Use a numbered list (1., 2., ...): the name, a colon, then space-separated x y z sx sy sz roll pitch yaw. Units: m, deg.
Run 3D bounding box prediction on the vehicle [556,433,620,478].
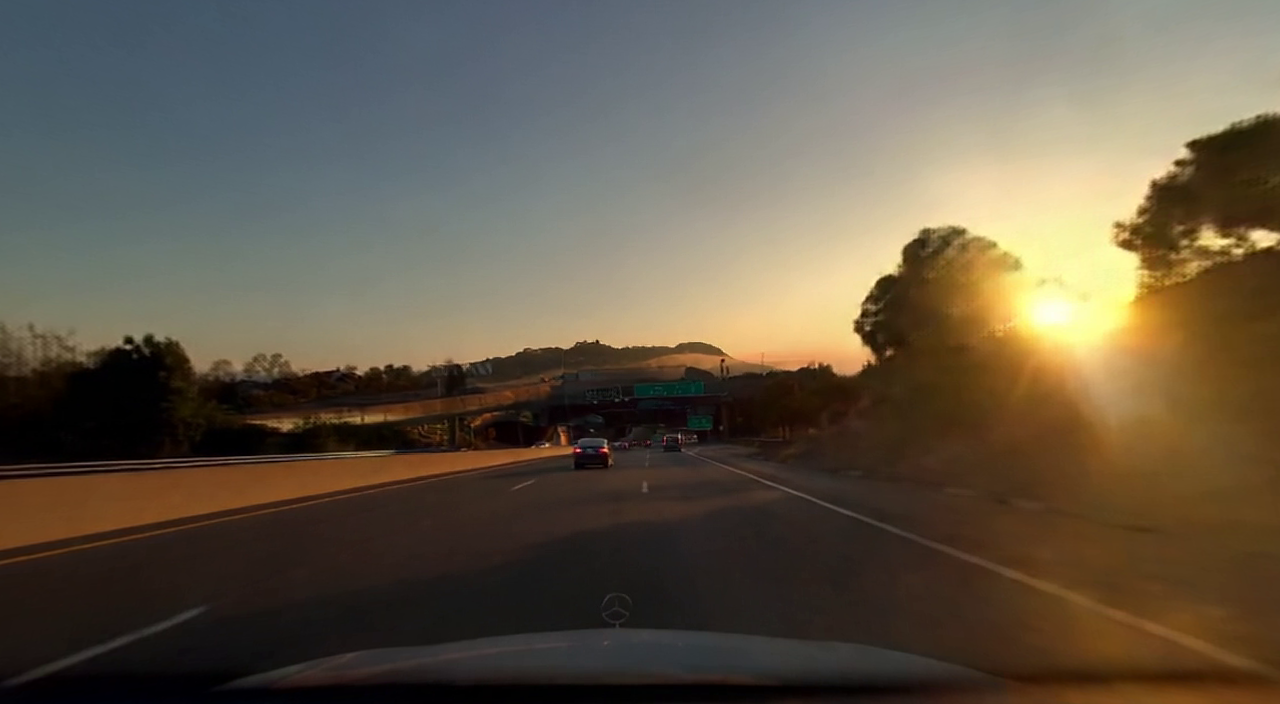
1. vehicle: -1.908 3.944 24.361 2.039 1.589 4.324 0 -8 1
